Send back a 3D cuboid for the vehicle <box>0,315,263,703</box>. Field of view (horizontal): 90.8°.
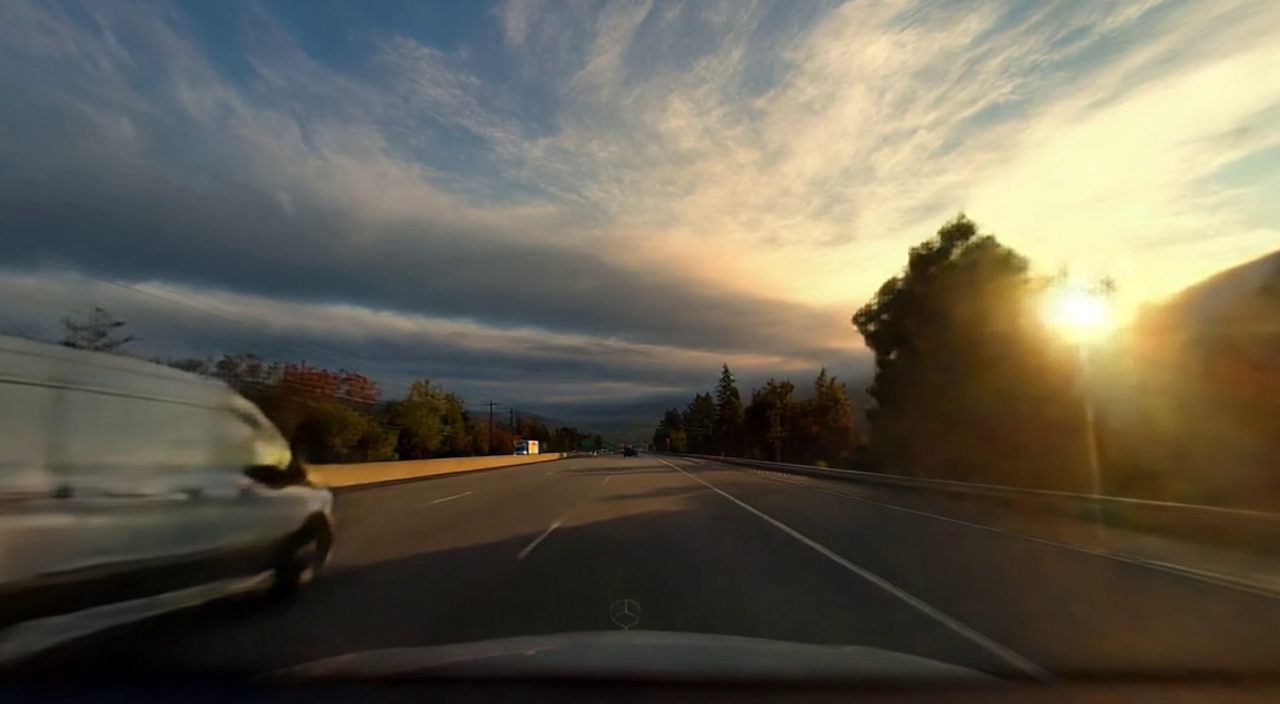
[{"bbox_3d":[-3.949,0.698,1.817,2.349,1.973,5.419,0,-9,0],"label":"vehicle"}]
